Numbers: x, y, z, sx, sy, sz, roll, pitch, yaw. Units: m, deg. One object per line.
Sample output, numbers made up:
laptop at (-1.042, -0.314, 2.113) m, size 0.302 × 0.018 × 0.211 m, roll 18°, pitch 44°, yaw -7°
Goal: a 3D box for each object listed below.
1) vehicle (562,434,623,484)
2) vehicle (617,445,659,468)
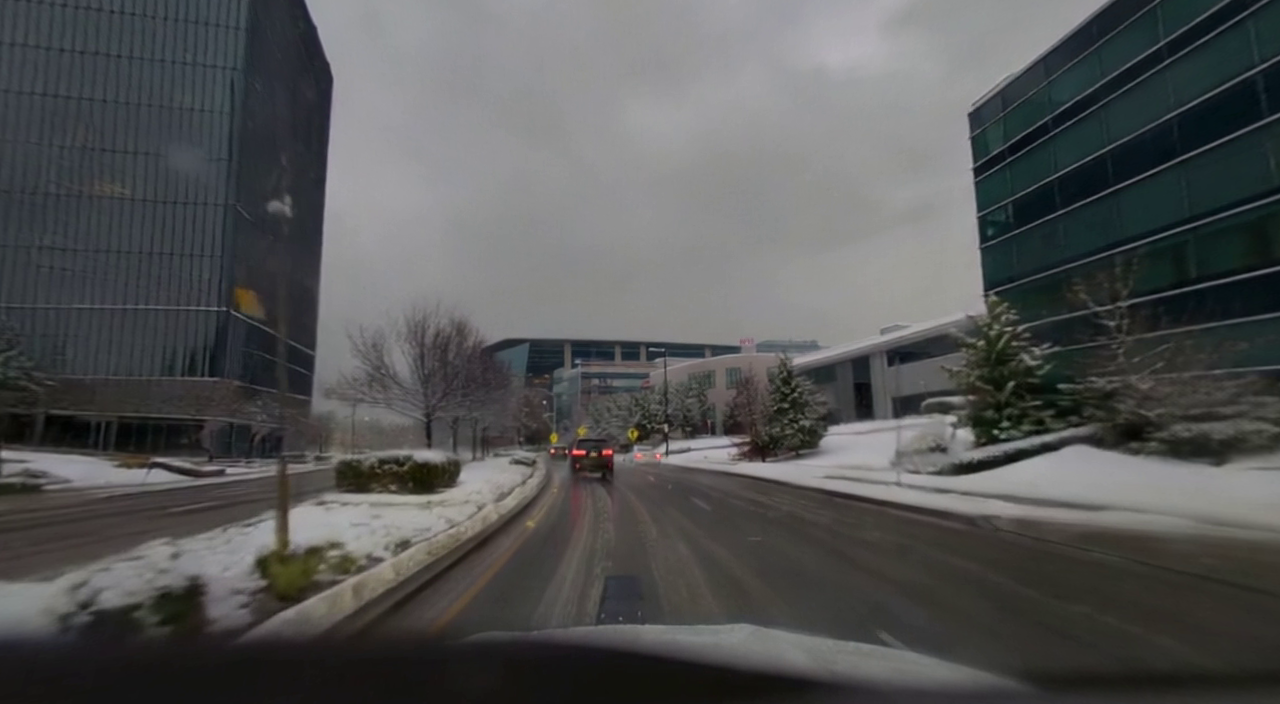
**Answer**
vehicle at (-1.924, 4.163, 24.851) m, size 2.173 × 1.761 × 4.374 m, roll 1°, pitch -8°, yaw -6°
vehicle at (-0.198, 7.263, 44.057) m, size 2.116 × 1.506 × 4.355 m, roll 2°, pitch -8°, yaw -11°
